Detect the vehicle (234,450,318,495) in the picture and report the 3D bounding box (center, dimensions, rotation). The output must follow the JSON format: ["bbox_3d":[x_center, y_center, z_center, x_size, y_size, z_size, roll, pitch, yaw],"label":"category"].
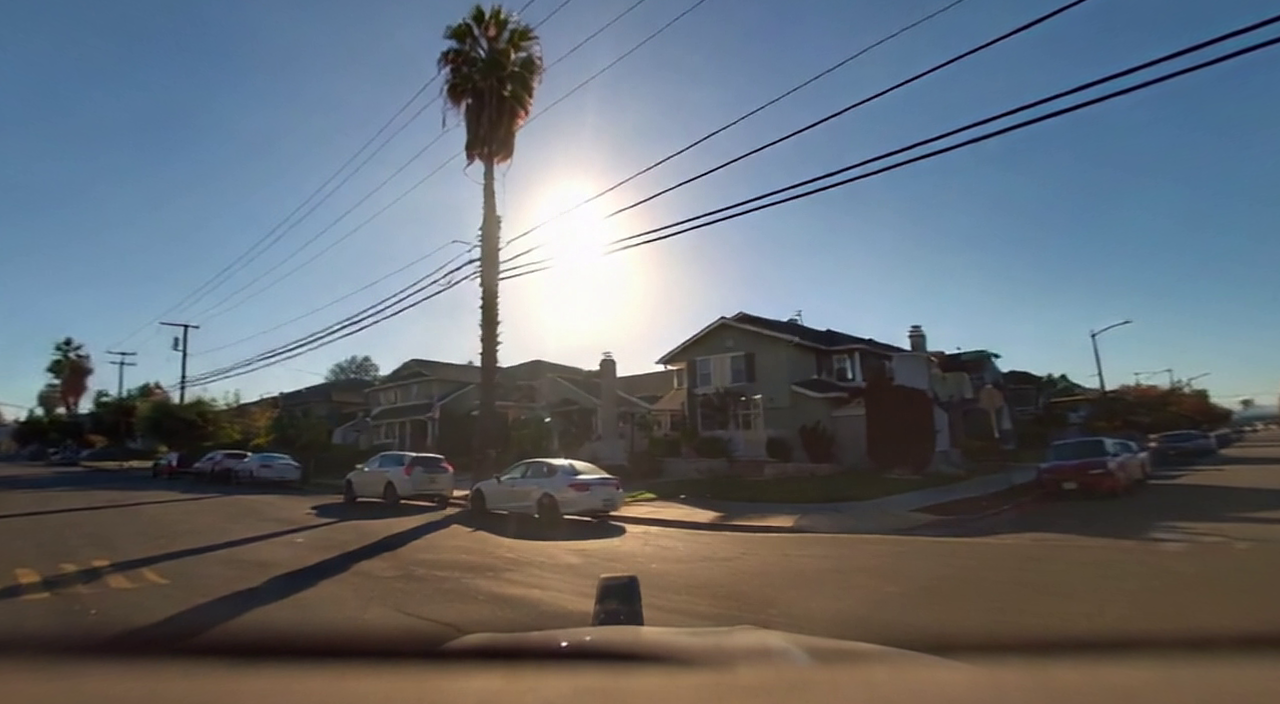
[{"bbox_3d":[-15.369,4.998,26.559,1.894,1.675,4.294,8,-12,-44],"label":"vehicle"}]

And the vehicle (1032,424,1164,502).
[{"bbox_3d":[12.480,2.941,17.095,2.179,1.791,4.547,-8,-11,42],"label":"vehicle"}]

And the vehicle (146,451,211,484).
[{"bbox_3d":[-27.958,6.906,38.188,4.871,1.826,2.115,-8,-11,42],"label":"vehicle"}]

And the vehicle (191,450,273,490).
[{"bbox_3d":[-19.725,5.613,30.436,4.633,1.761,1.922,-7,-11,40],"label":"vehicle"}]

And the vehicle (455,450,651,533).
[{"bbox_3d":[-2.001,2.859,13.614,4.448,1.437,1.786,-8,-12,44],"label":"vehicle"}]

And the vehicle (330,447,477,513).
[{"bbox_3d":[-6.810,3.533,17.982,4.471,1.623,1.943,-8,-11,41],"label":"vehicle"}]
